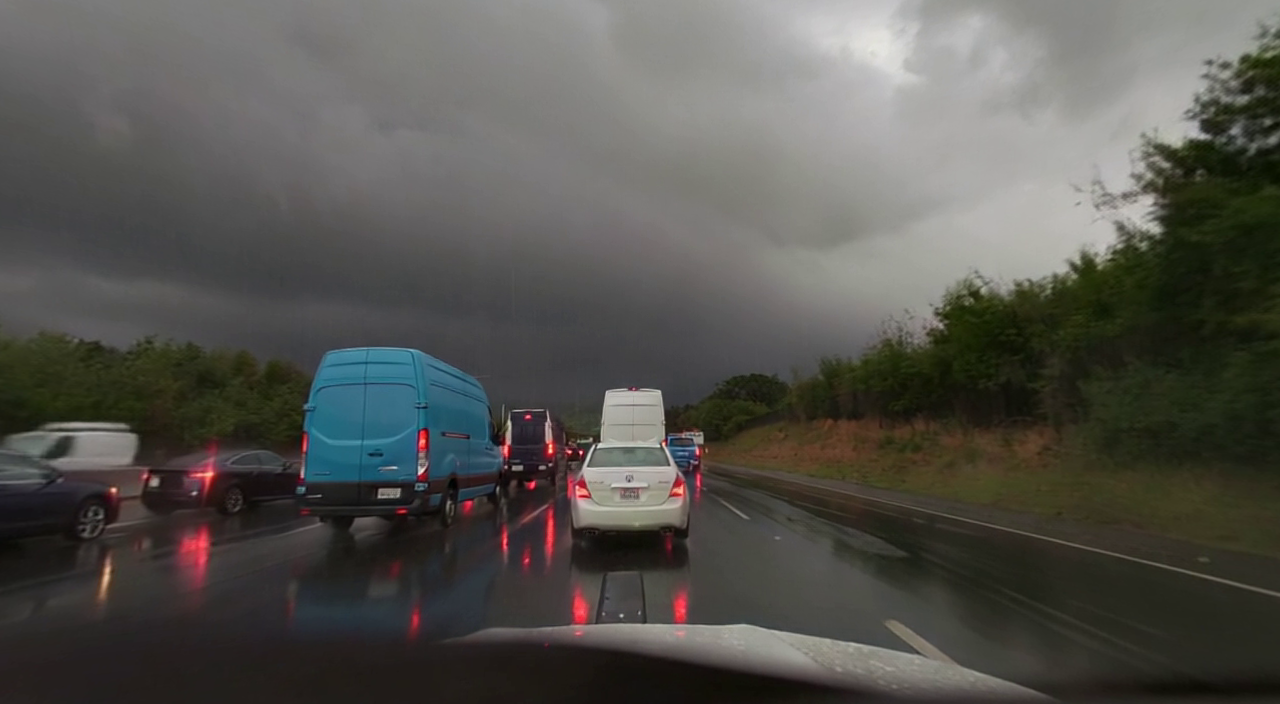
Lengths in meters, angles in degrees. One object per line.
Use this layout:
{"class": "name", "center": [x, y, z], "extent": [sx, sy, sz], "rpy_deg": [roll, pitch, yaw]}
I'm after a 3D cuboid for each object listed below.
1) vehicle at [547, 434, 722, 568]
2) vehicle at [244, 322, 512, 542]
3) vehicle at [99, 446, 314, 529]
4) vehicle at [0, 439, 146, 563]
{"class": "vehicle", "center": [-0.097, 1.964, 8.968], "extent": [1.995, 1.495, 3.380], "rpy_deg": [0, -9, -1]}
{"class": "vehicle", "center": [-4.077, 1.520, 11.645], "extent": [2.254, 2.879, 6.656], "rpy_deg": [0, -9, -2]}
{"class": "vehicle", "center": [-8.932, 2.776, 13.496], "extent": [1.797, 1.466, 3.924], "rpy_deg": [0, -9, 0]}
{"class": "vehicle", "center": [-8.815, 1.836, 7.703], "extent": [1.899, 1.503, 4.466], "rpy_deg": [-1, -9, 1]}
